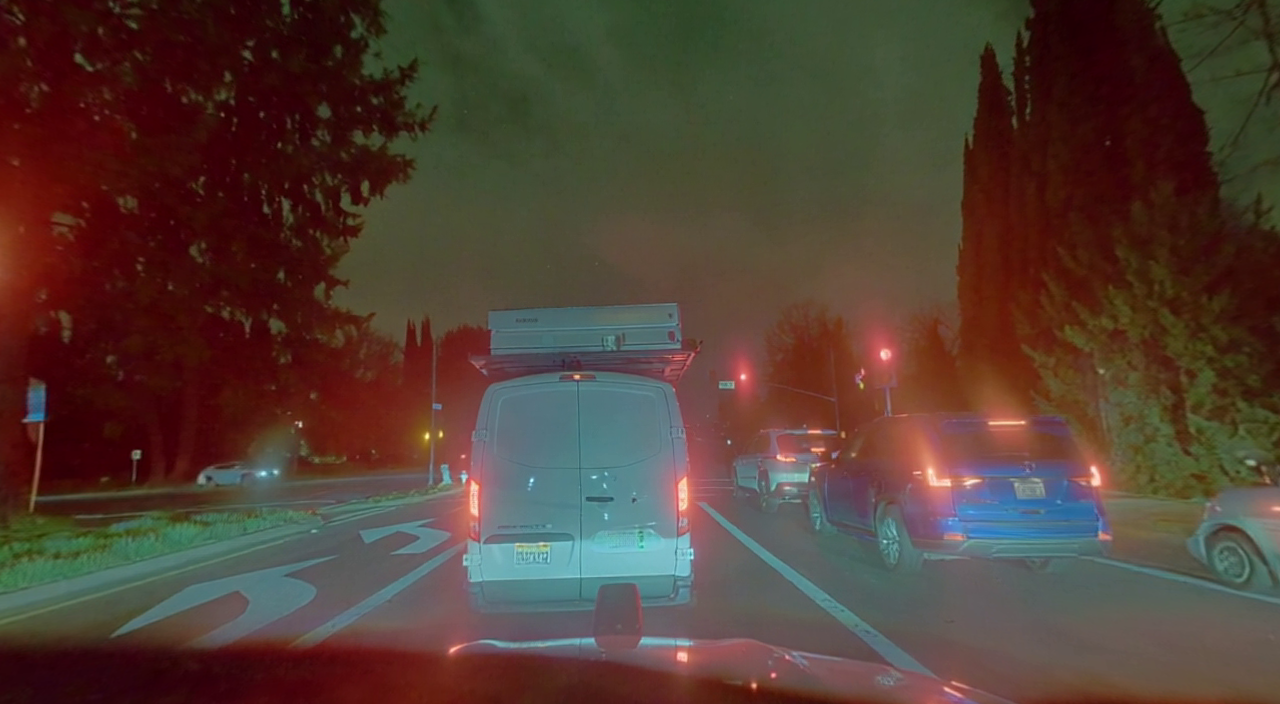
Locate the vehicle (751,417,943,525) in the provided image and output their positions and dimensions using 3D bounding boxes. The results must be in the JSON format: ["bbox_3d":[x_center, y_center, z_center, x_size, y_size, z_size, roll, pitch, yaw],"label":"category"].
[{"bbox_3d":[3.697,2.215,12.274,2.024,1.692,4.252,1,-9,-4],"label":"vehicle"}]

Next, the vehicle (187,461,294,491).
[{"bbox_3d":[-19.454,6.045,31.004,4.135,1.321,1.687,3,-9,-22],"label":"vehicle"}]

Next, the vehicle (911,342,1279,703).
[{"bbox_3d":[3.456,0.941,3.400,1.965,1.671,4.146,0,-9,-3],"label":"vehicle"}]

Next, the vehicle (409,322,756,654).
[{"bbox_3d":[-0.359,1.155,6.193,2.145,2.089,4.309,0,-9,0],"label":"vehicle"}]
